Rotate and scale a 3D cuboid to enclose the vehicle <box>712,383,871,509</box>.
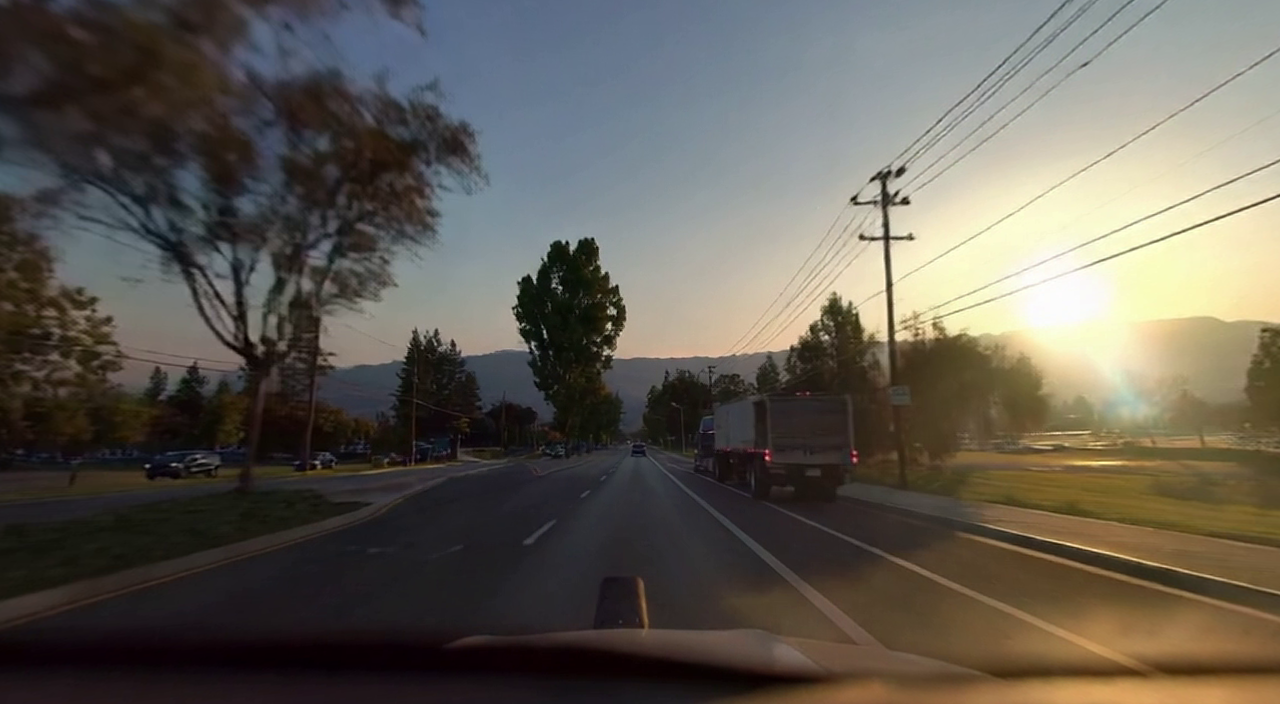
[{"bbox_3d":[3.897,2.696,18.119,2.706,2.880,7.117,0,-9,-1],"label":"vehicle"}]

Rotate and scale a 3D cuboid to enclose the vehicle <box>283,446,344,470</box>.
[{"bbox_3d":[-25.545,8.283,49.432,2.020,1.763,4.637,-1,-9,5],"label":"vehicle"}]

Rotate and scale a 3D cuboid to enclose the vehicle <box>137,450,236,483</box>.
[{"bbox_3d":[-25.599,6.437,35.760,1.950,1.658,4.576,0,-9,5],"label":"vehicle"}]

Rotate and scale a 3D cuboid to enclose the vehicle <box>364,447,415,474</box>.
[{"bbox_3d":[-18.690,8.087,47.111,1.948,1.844,4.235,0,-9,1],"label":"vehicle"}]
